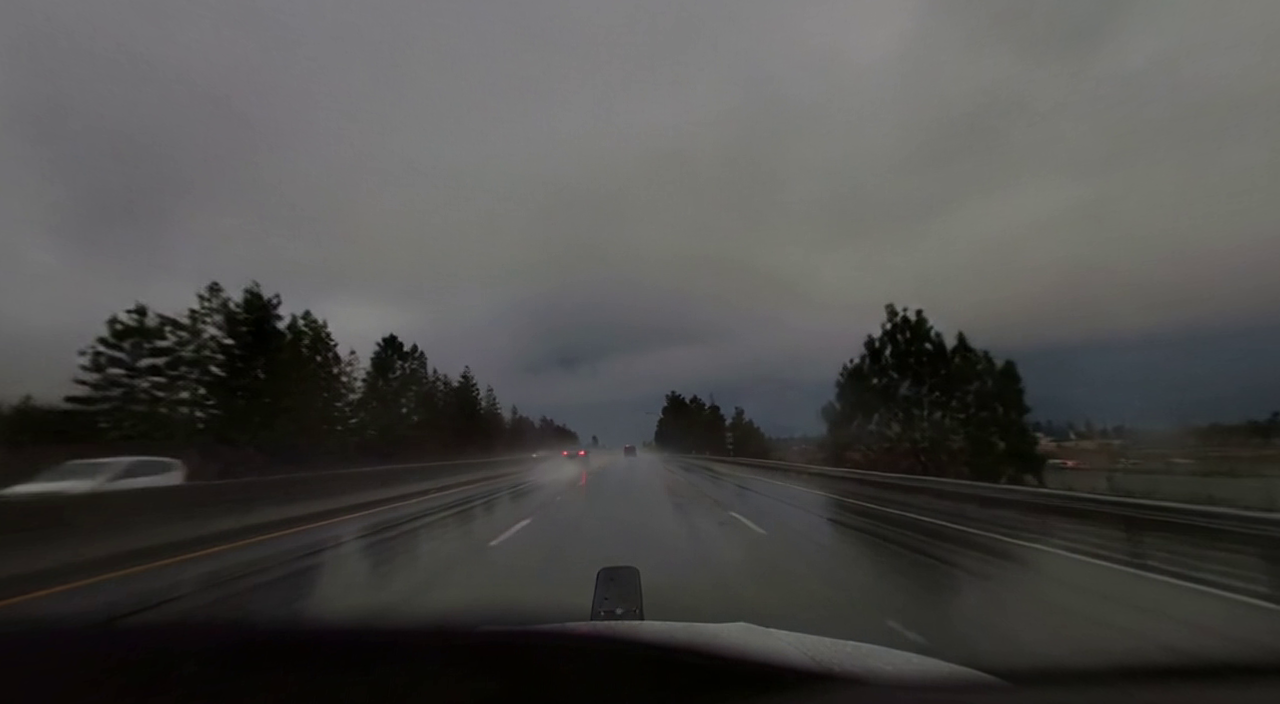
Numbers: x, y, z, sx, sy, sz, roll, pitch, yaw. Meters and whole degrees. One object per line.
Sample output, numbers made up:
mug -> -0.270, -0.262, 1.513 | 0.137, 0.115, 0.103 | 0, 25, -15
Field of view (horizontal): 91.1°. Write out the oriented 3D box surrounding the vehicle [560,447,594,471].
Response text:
vehicle -> -4.144, 7.073, 41.816 | 1.970, 1.492, 3.944 | 0, -9, -1
